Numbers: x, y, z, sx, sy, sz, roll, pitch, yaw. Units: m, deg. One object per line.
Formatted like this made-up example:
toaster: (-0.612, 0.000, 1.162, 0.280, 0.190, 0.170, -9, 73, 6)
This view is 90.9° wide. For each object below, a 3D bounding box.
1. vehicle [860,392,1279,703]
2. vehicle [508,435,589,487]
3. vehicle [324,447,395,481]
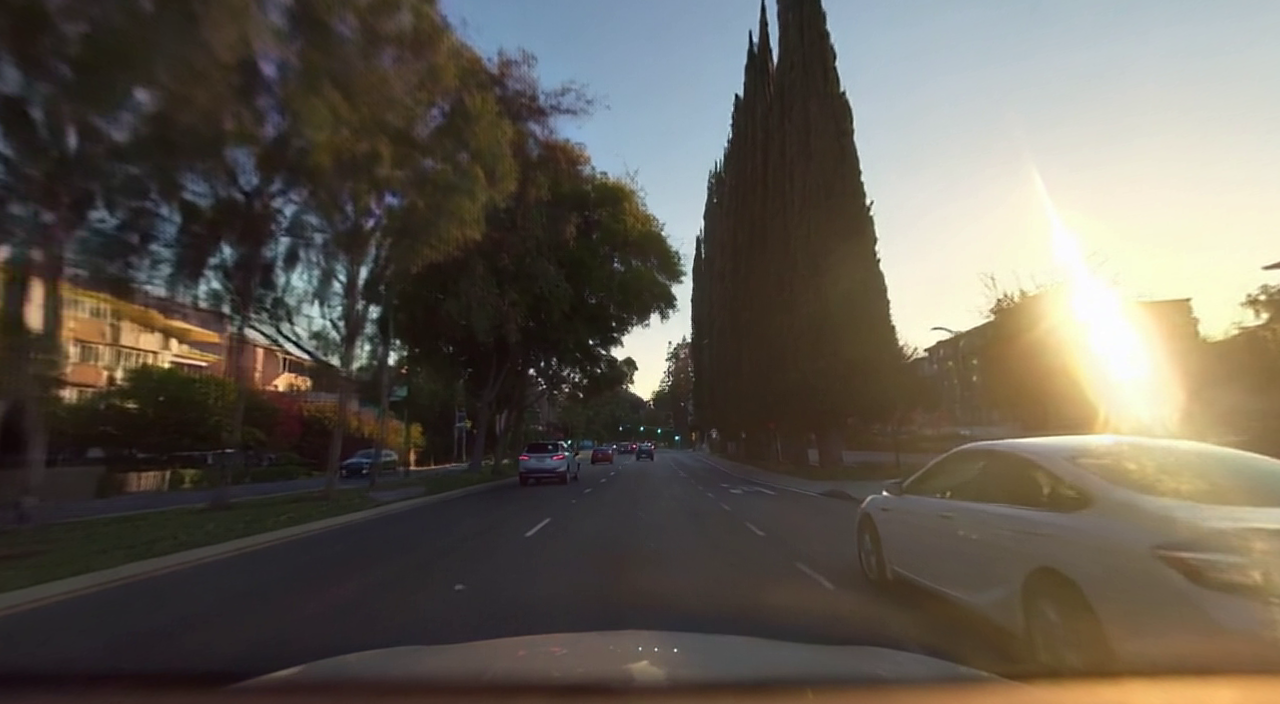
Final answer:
vehicle: (3.265, 1.231, 4.392, 1.945, 1.530, 4.320, 0, -9, 1)
vehicle: (-3.461, 4.229, 24.851, 2.216, 1.828, 4.886, 0, -9, 3)
vehicle: (-17.548, 6.994, 39.798, 2.194, 1.973, 4.870, 0, -9, 0)
